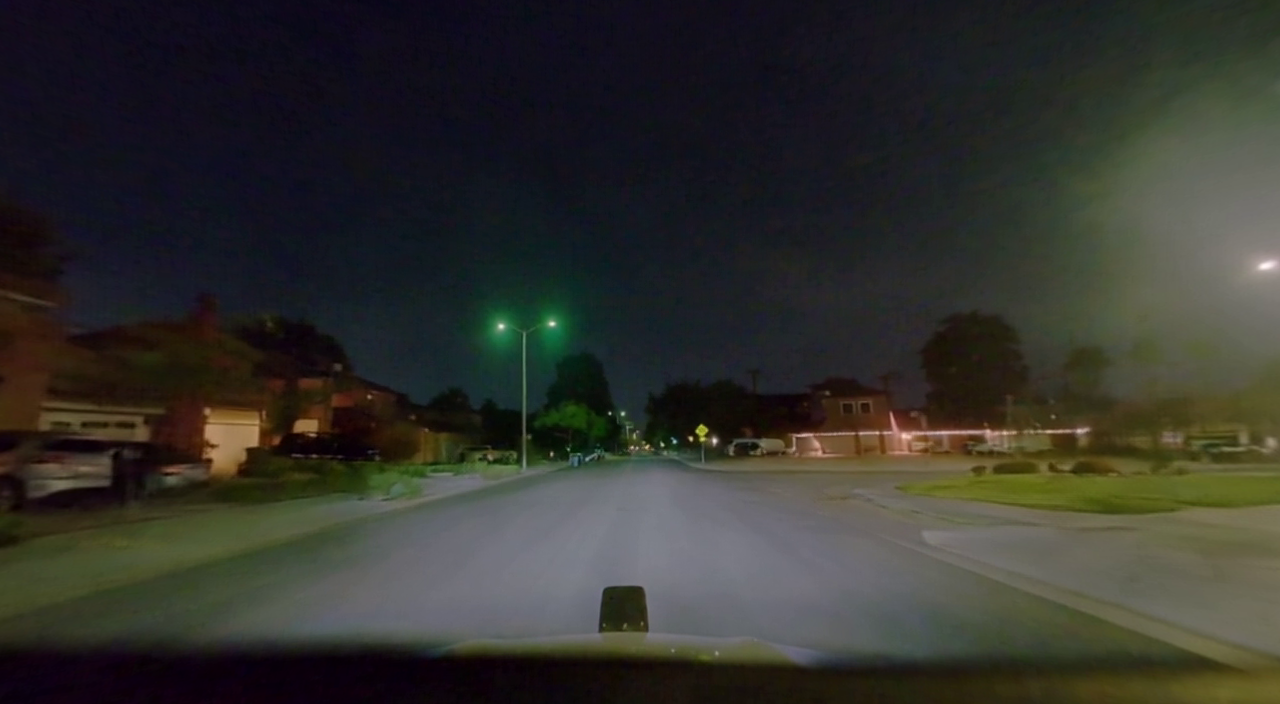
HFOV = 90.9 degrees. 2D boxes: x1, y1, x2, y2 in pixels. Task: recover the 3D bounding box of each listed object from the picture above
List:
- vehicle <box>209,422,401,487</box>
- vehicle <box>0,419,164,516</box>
[{"bbox_3d":[-12.967,4.028,24.822,5.946,2.048,2.595,4,-9,-3],"label":"vehicle"},{"bbox_3d":[-13.529,2.433,13.482,4.796,1.864,2.328,-1,-9,2],"label":"vehicle"}]
